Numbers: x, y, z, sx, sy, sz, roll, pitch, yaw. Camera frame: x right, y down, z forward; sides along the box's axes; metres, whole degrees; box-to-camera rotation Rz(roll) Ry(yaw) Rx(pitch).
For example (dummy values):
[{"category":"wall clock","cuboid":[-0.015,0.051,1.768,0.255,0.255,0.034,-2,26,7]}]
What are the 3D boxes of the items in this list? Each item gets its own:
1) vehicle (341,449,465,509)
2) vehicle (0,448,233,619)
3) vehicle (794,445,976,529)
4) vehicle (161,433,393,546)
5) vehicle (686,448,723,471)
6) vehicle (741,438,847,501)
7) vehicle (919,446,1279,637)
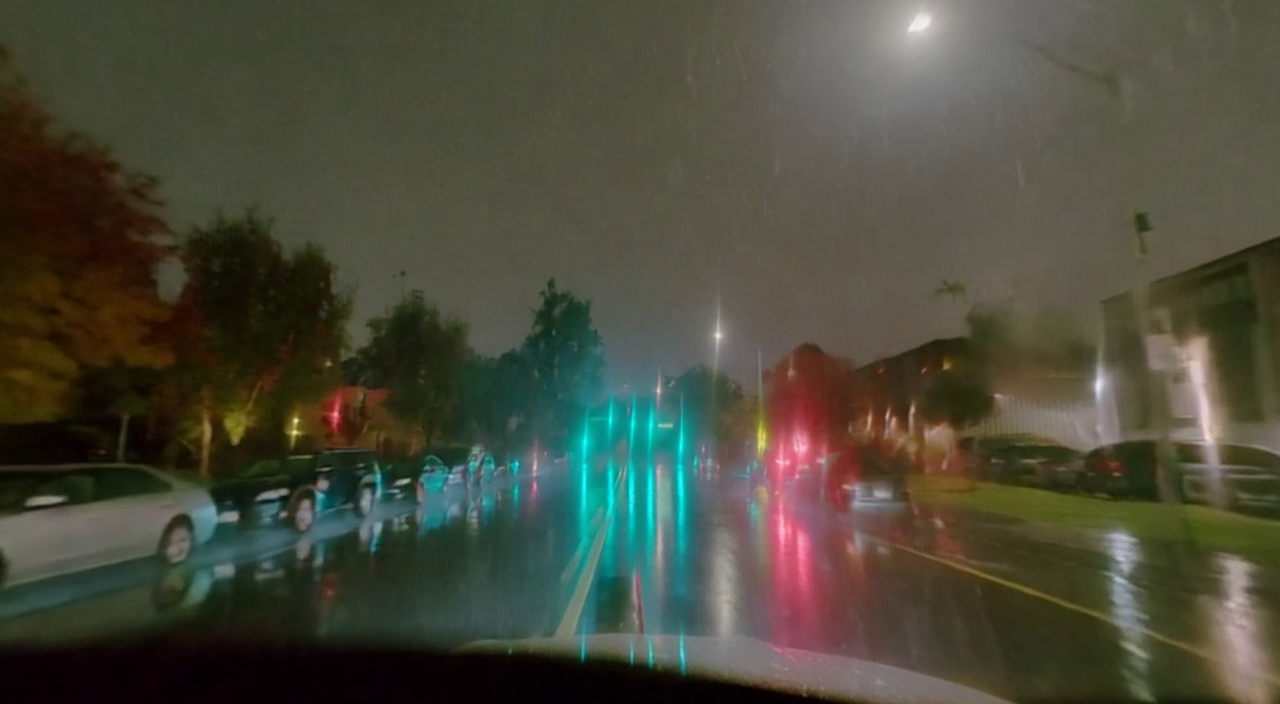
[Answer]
[{"category":"vehicle","cuboid":[-6.549,3.532,18.088,1.811,1.454,4.610,0,-9,-1]},{"category":"vehicle","cuboid":[-6.576,1.749,6.511,1.809,1.499,4.358,0,-9,1]},{"category":"vehicle","cuboid":[4.938,2.754,13.615,1.830,1.477,4.684,0,-9,-3]},{"category":"vehicle","cuboid":[-6.578,2.493,12.198,1.904,1.727,4.530,0,-9,-2]},{"category":"vehicle","cuboid":[4.550,7.658,45.175,1.955,1.536,4.395,0,-9,-3]},{"category":"vehicle","cuboid":[4.560,3.550,19.546,1.992,1.703,4.503,0,-9,-2]},{"category":"vehicle","cuboid":[4.985,1.774,7.032,1.798,1.432,4.330,0,-9,0]}]
